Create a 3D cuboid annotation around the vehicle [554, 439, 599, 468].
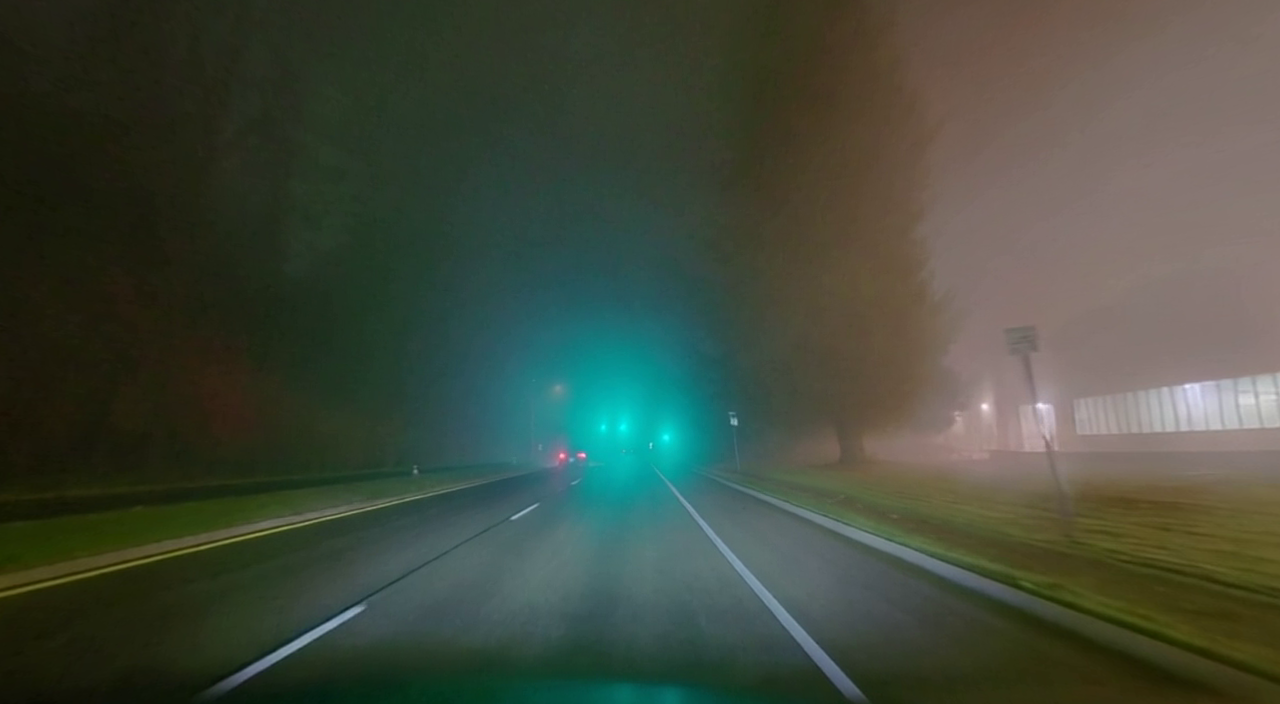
[{"bbox_3d":[-3.775,6.158,38.513,2.202,1.685,4.772,0,-9,0],"label":"vehicle"}]
